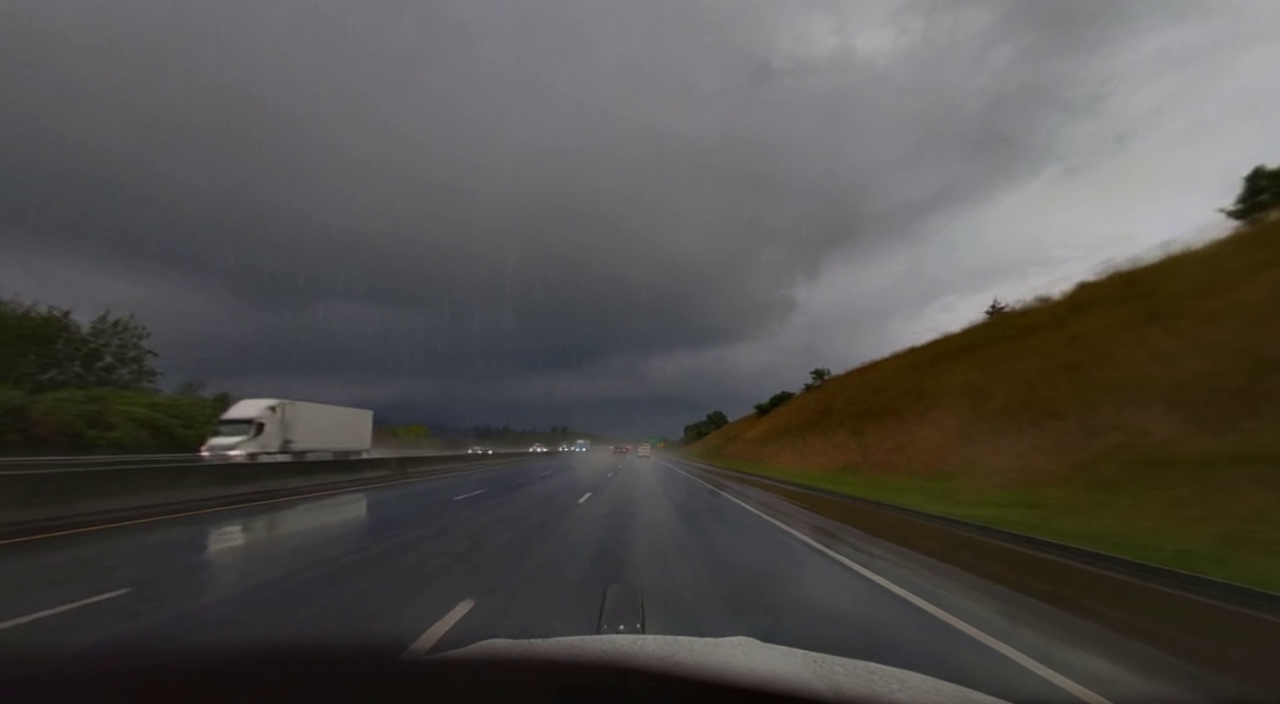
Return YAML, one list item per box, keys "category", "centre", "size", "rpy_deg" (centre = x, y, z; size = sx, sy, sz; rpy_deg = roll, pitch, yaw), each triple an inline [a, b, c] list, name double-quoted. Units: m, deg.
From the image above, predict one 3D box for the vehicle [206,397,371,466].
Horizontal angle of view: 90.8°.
- category: "vehicle"
  centre: [-23.167, 5.672, 43.359]
  size: [2.904, 3.928, 14.552]
  rpy_deg: [0, -9, 0]
